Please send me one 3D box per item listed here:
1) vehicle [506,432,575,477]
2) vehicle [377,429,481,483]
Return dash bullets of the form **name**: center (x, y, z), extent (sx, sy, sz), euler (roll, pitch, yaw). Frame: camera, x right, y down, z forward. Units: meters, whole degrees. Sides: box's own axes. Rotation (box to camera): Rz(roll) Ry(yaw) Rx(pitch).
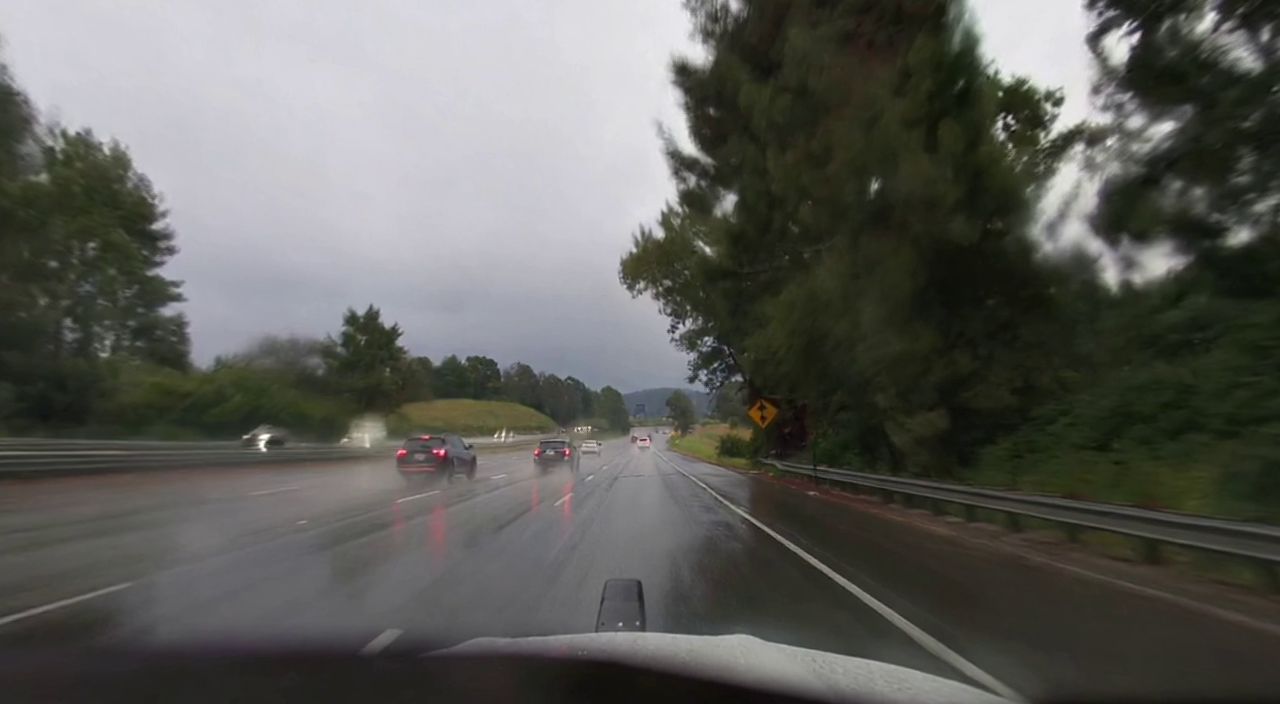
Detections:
- **vehicle**: center (-4.003, 4.230, 26.067), extent (2.035, 1.673, 4.469), euler (0, -9, 1)
- **vehicle**: center (-7.377, 3.698, 22.571), extent (2.108, 1.686, 4.556), euler (0, -9, 1)
